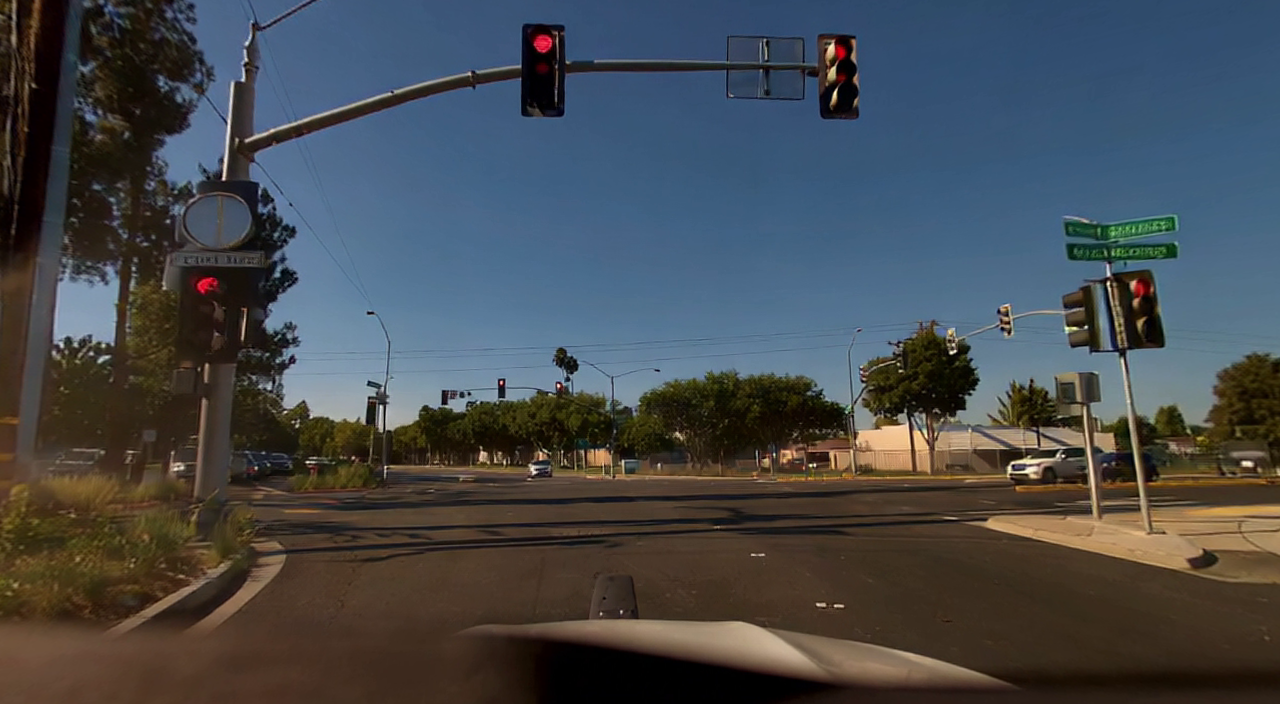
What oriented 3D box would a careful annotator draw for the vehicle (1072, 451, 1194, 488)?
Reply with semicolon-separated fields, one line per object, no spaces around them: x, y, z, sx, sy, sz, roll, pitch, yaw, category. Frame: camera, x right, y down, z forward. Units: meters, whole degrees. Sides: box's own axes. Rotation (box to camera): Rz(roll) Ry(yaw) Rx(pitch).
22.694;5.437;29.083;3.998;1.590;1.936;1;-12;-6;vehicle

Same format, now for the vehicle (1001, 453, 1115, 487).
21.493;6.101;32.507;4.455;1.647;2.124;1;-11;-7;vehicle
